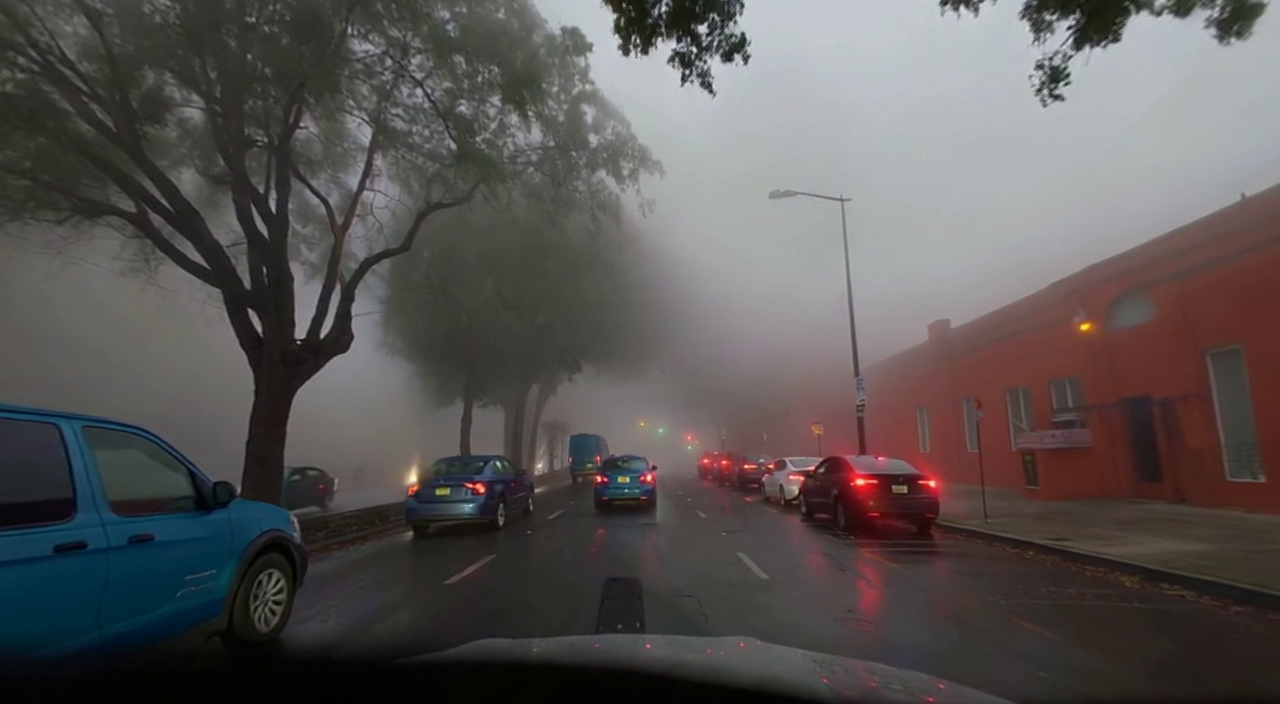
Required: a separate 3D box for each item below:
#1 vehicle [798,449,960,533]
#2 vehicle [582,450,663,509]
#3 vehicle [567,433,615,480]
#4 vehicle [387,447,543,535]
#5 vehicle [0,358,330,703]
[{"bbox_3d":[4.898,2.859,13.592,1.832,1.491,4.054,1,-9,-1],"label":"vehicle"},{"bbox_3d":[-0.428,3.737,18.930,2.152,1.518,4.113,0,-9,1],"label":"vehicle"},{"bbox_3d":[-3.285,7.210,43.790,2.609,2.932,6.810,0,-9,1],"label":"vehicle"},{"bbox_3d":[-3.505,2.843,13.595,1.995,1.554,4.426,0,-9,1],"label":"vehicle"},{"bbox_3d":[-3.731,0.957,2.905,2.140,1.768,4.685,0,-9,1],"label":"vehicle"}]
